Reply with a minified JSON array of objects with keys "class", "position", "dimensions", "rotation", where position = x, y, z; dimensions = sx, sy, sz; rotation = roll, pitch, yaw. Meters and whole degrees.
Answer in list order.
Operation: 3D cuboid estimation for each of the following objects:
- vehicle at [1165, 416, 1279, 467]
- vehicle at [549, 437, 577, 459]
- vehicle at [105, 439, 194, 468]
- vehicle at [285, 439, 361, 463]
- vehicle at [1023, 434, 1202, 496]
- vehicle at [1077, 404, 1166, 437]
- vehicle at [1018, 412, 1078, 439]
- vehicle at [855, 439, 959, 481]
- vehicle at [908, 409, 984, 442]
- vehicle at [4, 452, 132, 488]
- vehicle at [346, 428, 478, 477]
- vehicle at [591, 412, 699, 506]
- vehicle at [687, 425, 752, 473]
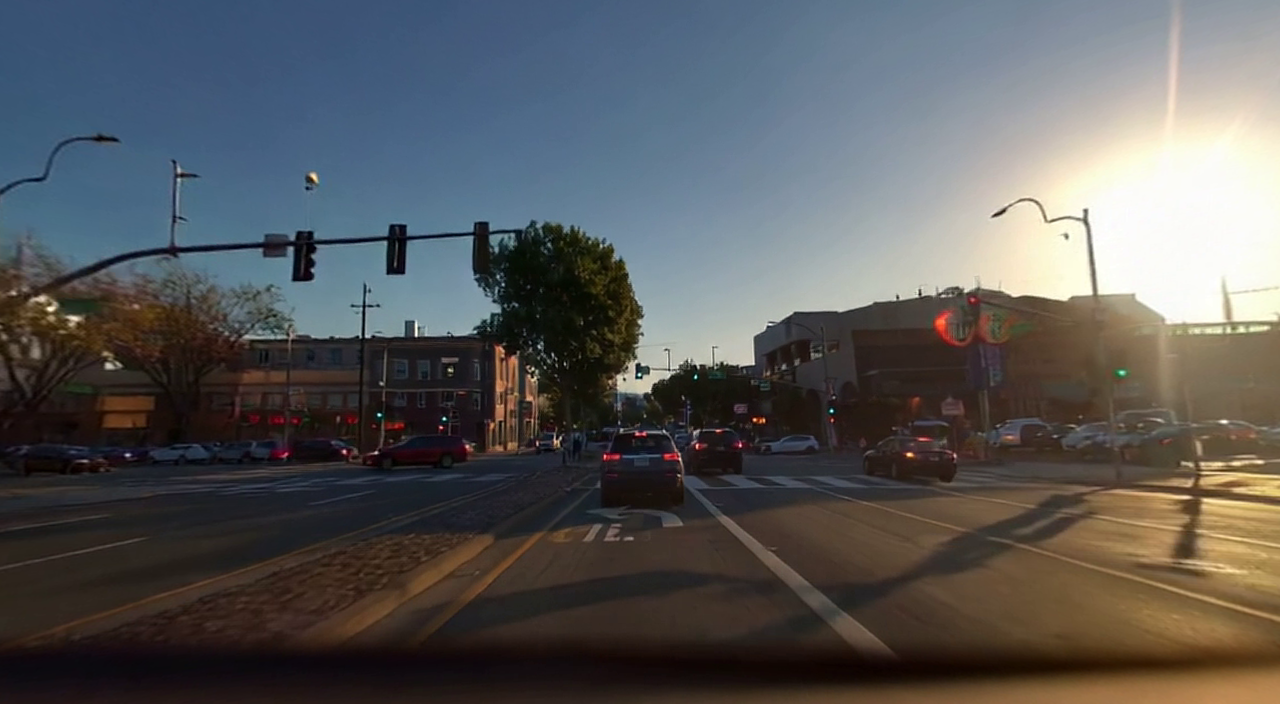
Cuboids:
[{"class":"vehicle","position":[18.917,2.707,19.273],"dimensions":[1.735,1.417,4.476],"rotation":[-3,-8,-2]},{"class":"vehicle","position":[-5.999,7.514,49.531],"dimensions":[1.577,1.335,4.176],"rotation":[-2,-4,2]},{"class":"vehicle","position":[-31.671,6.674,40.979],"dimensions":[2.060,1.732,5.462],"rotation":[1,-11,-9]},{"class":"vehicle","position":[-23.597,7.380,47.071],"dimensions":[4.511,1.670,2.082],"rotation":[-1,-10,0]},{"class":"vehicle","position":[13.792,3.301,18.836],"dimensions":[1.734,1.527,4.531],"rotation":[-3,-8,-1]},{"class":"vehicle","position":[29.415,4.141,38.723],"dimensions":[1.913,1.651,4.727],"rotation":[3,-3,2]},{"class":"vehicle","position":[24.535,4.399,38.028],"dimensions":[1.422,1.496,3.318],"rotation":[1,-6,1]},{"class":"vehicle","position":[9.872,4.007,23.754],"dimensions":[1.863,1.426,4.494],"rotation":[0,-8,-1]},{"class":"vehicle","position":[18.665,4.608,38.785],"dimensions":[2.123,1.884,5.170],"rotation":[0,-8,0]},{"class":"vehicle","position":[-27.247,5.659,30.209],"dimensions":[3.892,1.541,2.031],"rotation":[4,-10,-13]},{"class":"vehicle","position":[-9.387,4.096,26.012],"dimensions":[4.827,1.856,2.291],"rotation":[3,-9,-23]},{"class":"vehicle","position":[0.057,2.496,15.073],"dimensions":[2.157,1.863,4.665],"rotation":[0,-8,-1]},{"class":"vehicle","position":[3.433,4.323,28.370],"dimensions":[2.115,1.932,5.189],"rotation":[0,-8,-1]}]
